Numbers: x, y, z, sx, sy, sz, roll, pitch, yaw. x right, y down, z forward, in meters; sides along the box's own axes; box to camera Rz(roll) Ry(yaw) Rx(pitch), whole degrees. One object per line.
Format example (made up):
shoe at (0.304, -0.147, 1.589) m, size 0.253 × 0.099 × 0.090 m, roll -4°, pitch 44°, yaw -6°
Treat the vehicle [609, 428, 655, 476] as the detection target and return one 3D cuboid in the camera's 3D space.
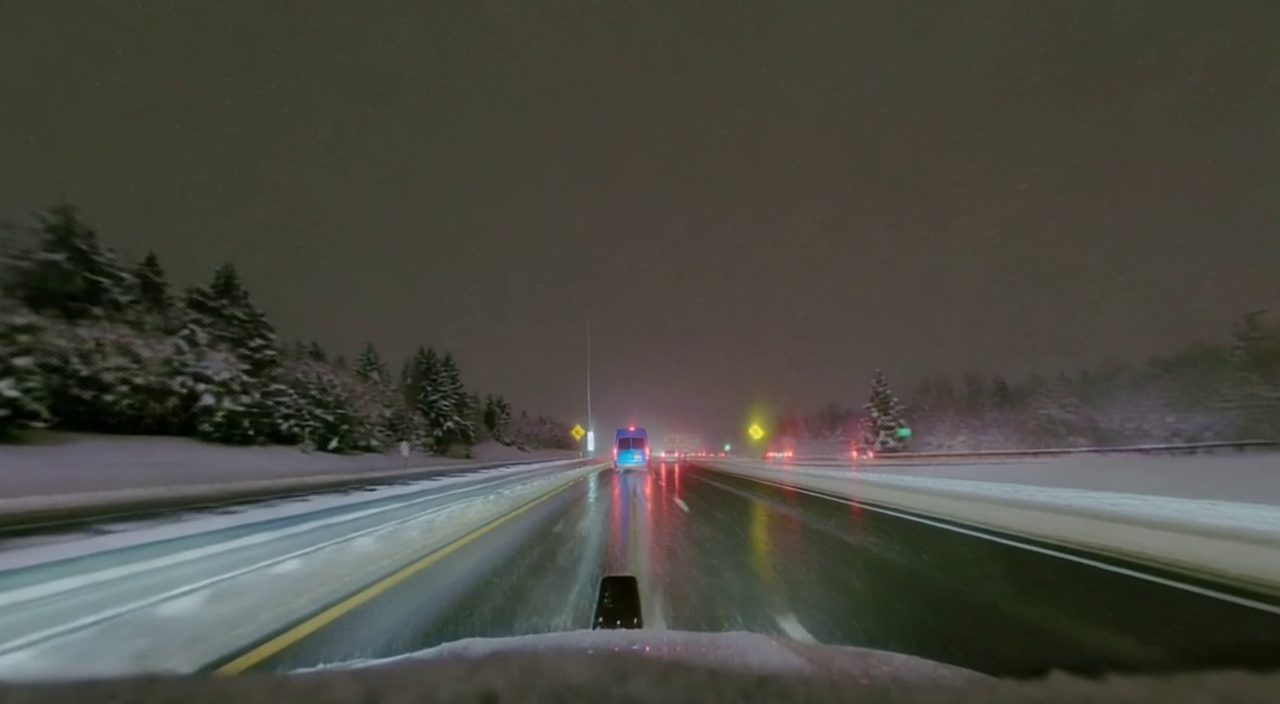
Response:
vehicle at (-0.473, 5.986, 37.568) m, size 2.560 × 2.598 × 5.581 m, roll 0°, pitch -9°, yaw -1°
